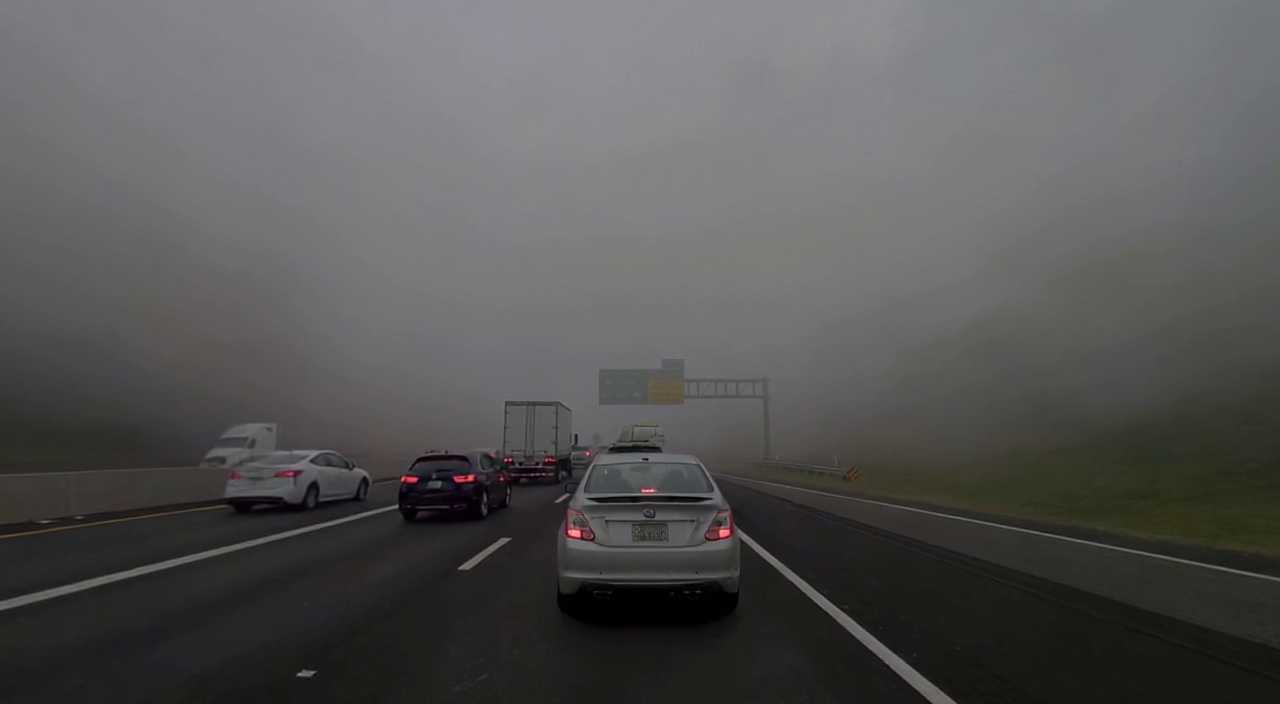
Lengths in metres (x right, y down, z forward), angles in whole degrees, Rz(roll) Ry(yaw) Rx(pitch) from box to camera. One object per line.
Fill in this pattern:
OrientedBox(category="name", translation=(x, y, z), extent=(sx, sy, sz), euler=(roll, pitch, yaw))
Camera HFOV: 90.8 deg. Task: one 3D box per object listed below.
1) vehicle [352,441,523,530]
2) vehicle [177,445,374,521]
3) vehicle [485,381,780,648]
OrientedBox(category="vehicle", translation=(-3.898, 2.637, 13.098), extent=(1.986, 1.501, 4.407), euler=(-1, -9, 1))
OrientedBox(category="vehicle", translation=(-8.179, 2.942, 14.787), extent=(1.874, 1.470, 4.576), euler=(0, -9, 0))
OrientedBox(category="vehicle", translation=(-0.091, 1.360, 6.072), extent=(1.995, 1.798, 3.380), euler=(0, -9, -1))
